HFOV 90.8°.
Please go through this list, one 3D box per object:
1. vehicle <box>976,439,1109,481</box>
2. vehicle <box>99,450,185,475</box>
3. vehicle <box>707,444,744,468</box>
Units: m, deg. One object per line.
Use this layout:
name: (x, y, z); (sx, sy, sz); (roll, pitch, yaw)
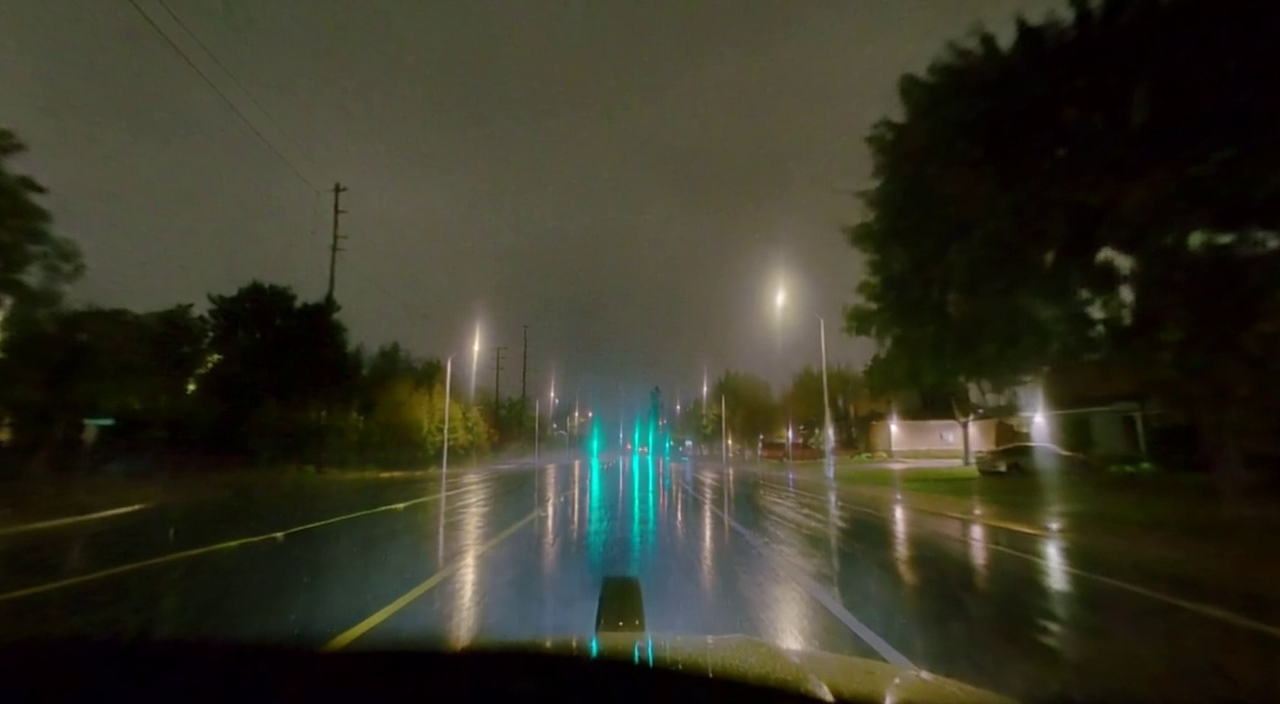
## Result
vehicle: (15.120, 4.072, 23.896); (3.709, 1.509, 1.873); (0, -9, 0)
vehicle: (-32.085, 7.116, 40.864); (1.866, 1.469, 4.473); (0, -9, 0)
vehicle: (6.483, 7.917, 48.185); (2.043, 1.747, 4.680); (0, -9, -2)
